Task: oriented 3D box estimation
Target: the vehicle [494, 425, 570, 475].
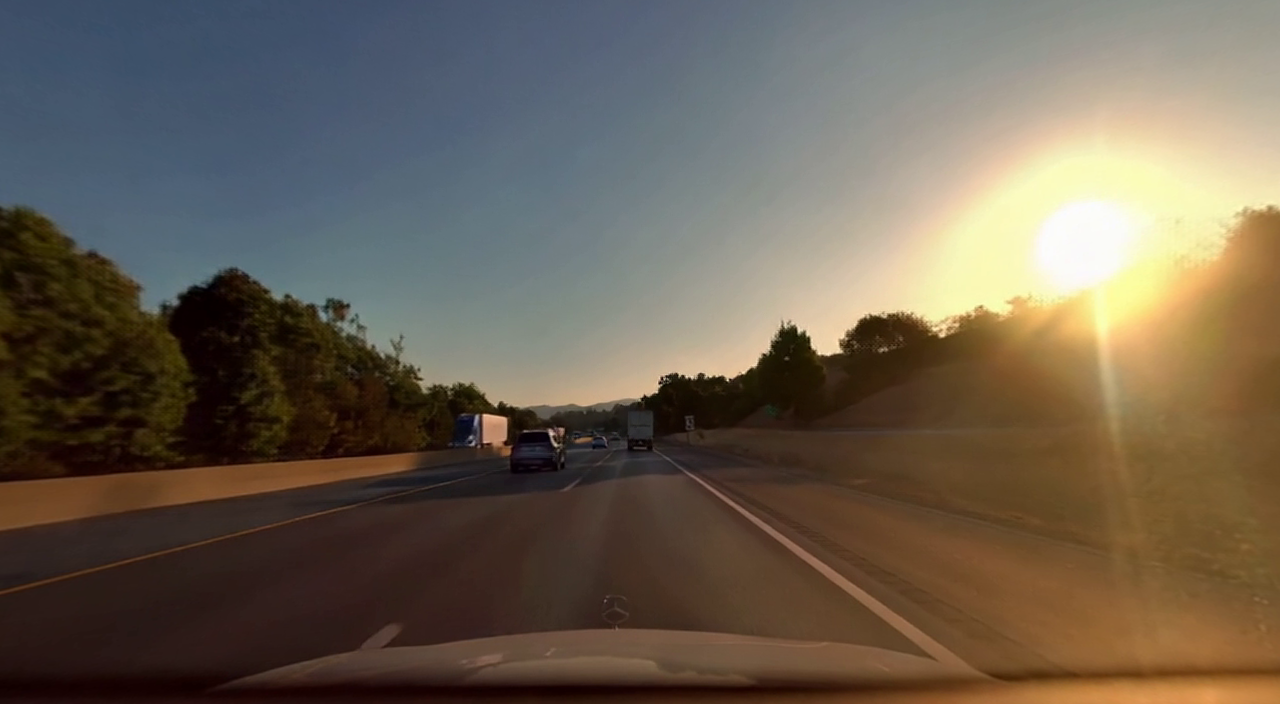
[{"bbox_3d":[-3.849,3.583,23.258,2.045,1.655,4.301,0,-8,0],"label":"vehicle"}]
